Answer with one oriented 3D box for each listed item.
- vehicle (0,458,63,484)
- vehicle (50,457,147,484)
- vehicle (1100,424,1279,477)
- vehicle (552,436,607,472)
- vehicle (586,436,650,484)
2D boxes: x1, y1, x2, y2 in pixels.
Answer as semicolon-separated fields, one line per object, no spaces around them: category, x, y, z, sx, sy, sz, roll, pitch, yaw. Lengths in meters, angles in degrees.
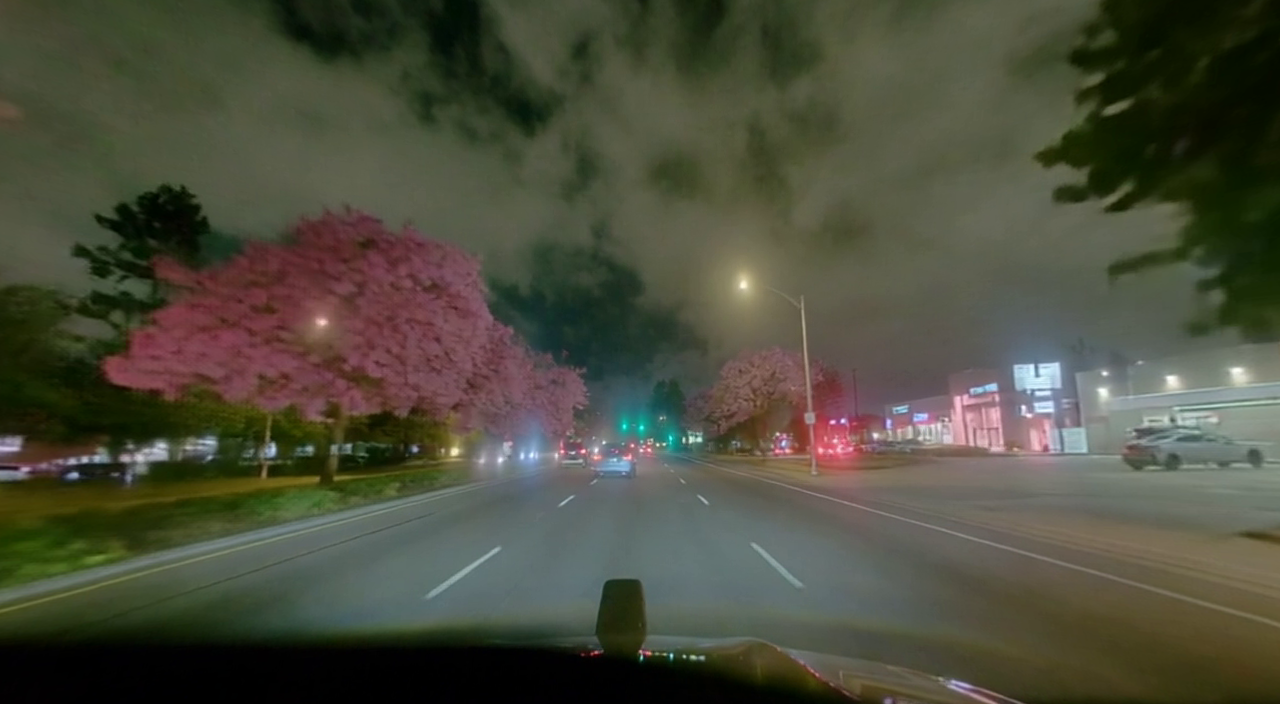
vehicle;-39.194;7.608;40.413;1.878;1.477;3.872;5;-9;-27
vehicle;-34.528;7.540;40.216;1.918;1.457;4.594;0;-8;3
vehicle;23.031;4.176;26.604;2.265;1.904;6.201;-1;-9;-1
vehicle;-3.339;5.764;35.731;2.453;1.844;4.751;0;-8;2
vehicle;-0.776;4.255;25.085;2.149;1.701;4.379;0;-8;3
